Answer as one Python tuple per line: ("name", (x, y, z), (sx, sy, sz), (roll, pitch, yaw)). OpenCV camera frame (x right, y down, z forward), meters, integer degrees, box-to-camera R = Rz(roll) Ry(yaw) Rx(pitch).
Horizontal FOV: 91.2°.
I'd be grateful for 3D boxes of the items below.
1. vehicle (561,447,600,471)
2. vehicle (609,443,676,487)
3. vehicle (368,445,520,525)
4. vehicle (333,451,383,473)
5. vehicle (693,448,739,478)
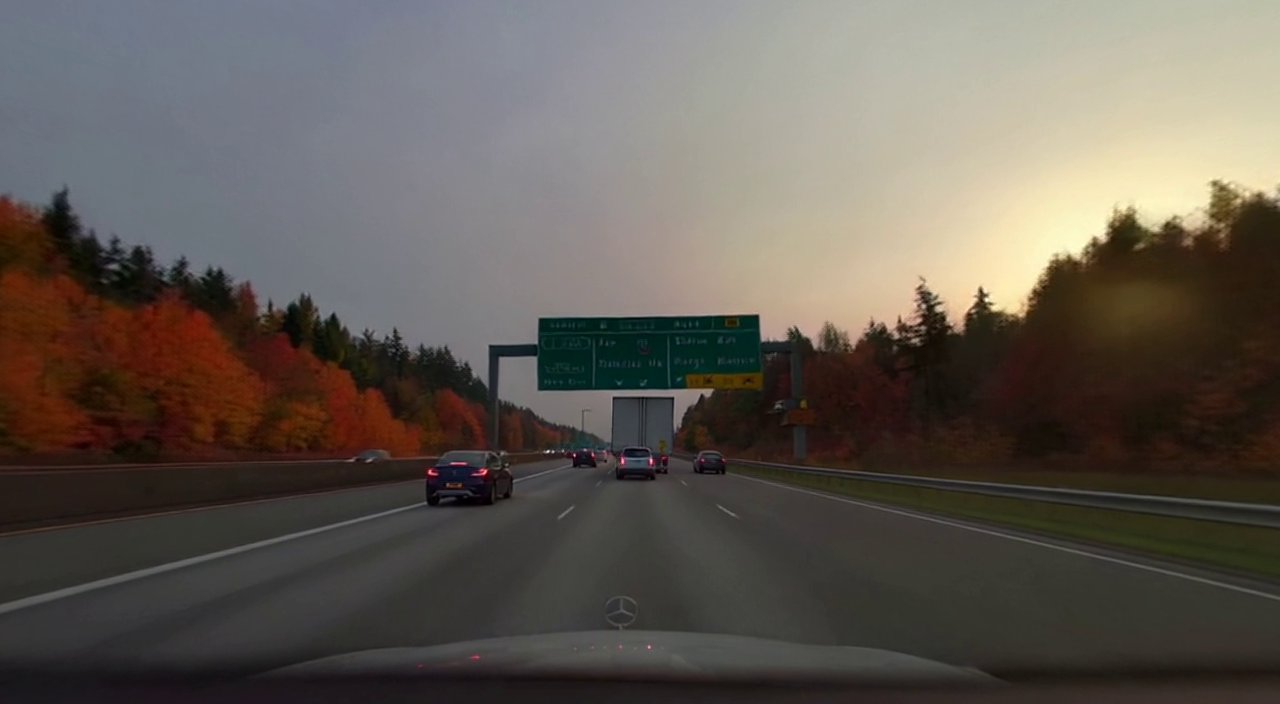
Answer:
("vehicle", (-4.398, 7.982, 47.034), (2.545, 1.679, 4.267), (0, -9, 0))
("vehicle", (0.083, 4.772, 26.787), (2.634, 1.679, 4.070), (0, -9, 0))
("vehicle", (-4.078, 2.816, 13.860), (2.017, 1.469, 4.113), (0, -9, 0))
("vehicle", (-22.199, 8.654, 49.448), (1.919, 1.671, 4.274), (0, -9, 0))
("vehicle", (4.270, 6.342, 36.037), (2.035, 1.571, 4.413), (0, -9, -1))
